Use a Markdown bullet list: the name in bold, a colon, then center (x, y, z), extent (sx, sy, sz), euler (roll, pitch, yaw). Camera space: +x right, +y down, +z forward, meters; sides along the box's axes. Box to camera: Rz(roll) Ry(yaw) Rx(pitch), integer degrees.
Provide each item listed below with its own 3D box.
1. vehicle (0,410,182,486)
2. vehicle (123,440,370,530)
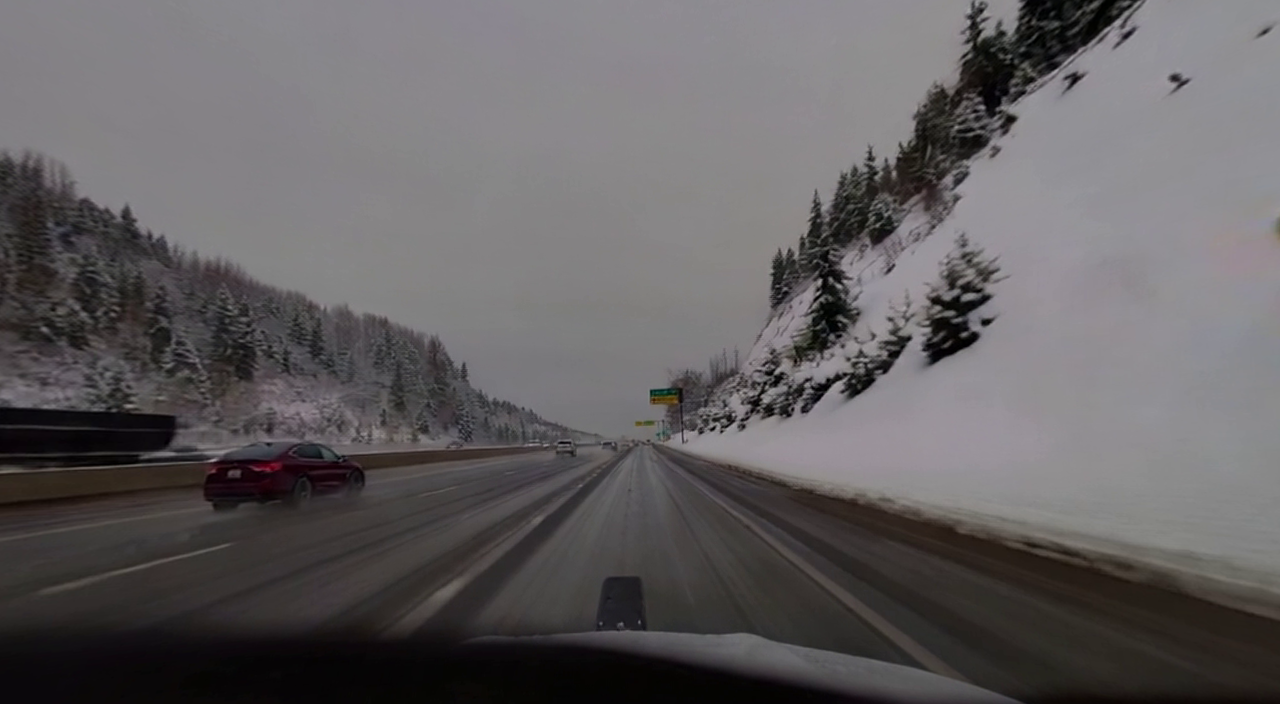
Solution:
- **vehicle**: center (-29.217, 4.723, 31.055), extent (2.844, 3.262, 13.155), euler (0, -8, 2)
- **vehicle**: center (-7.468, 2.525, 12.643), extent (1.949, 1.465, 4.563), euler (0, -8, 1)
